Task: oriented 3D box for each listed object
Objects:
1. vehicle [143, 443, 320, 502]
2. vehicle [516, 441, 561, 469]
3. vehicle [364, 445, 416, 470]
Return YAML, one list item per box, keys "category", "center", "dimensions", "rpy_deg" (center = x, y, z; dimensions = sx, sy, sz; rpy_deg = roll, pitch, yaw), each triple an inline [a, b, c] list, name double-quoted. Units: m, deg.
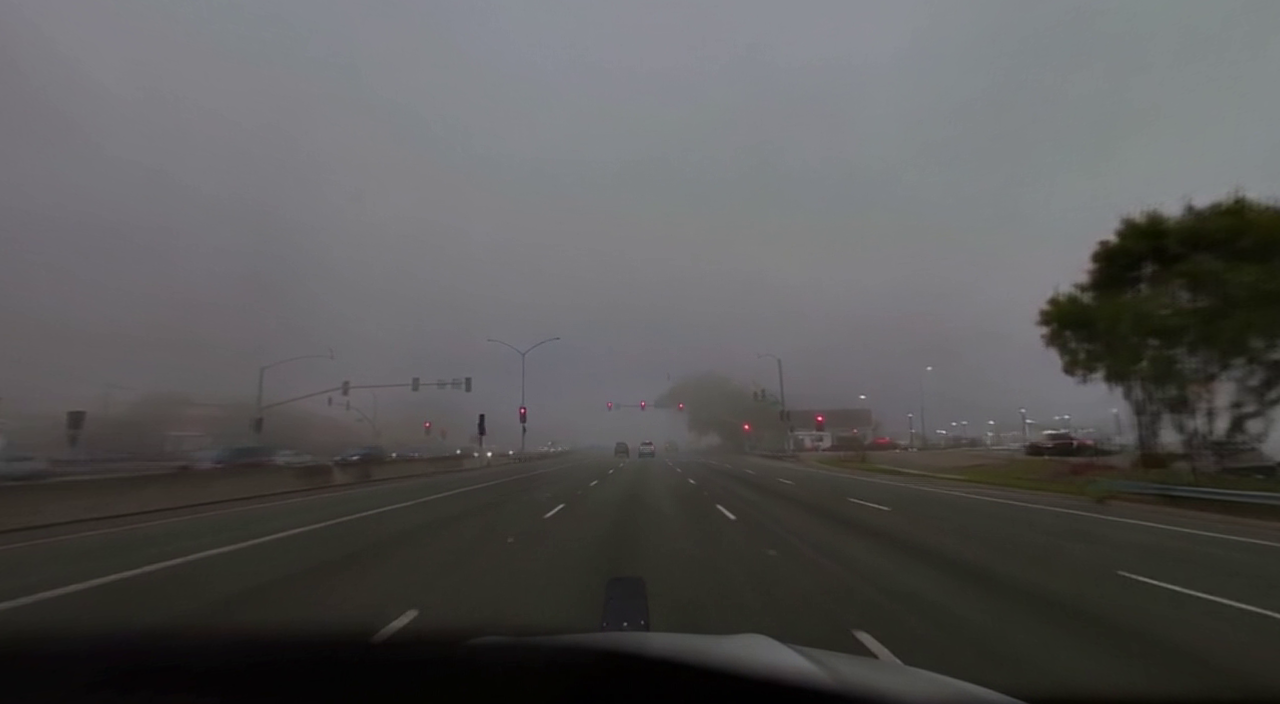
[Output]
- category: "vehicle"
  center: [-11.118, 3.269, 17.659]
  dimensions: [1.937, 1.426, 4.529]
  rpy_deg: [0, -8, 0]
- category: "vehicle"
  center: [-5.952, 6.066, 37.394]
  dimensions: [1.843, 1.528, 4.121]
  rpy_deg: [0, -8, 2]
- category: "vehicle"
  center: [-18.043, 7.620, 45.778]
  dimensions: [1.926, 1.659, 4.426]
  rpy_deg: [0, -8, 0]
